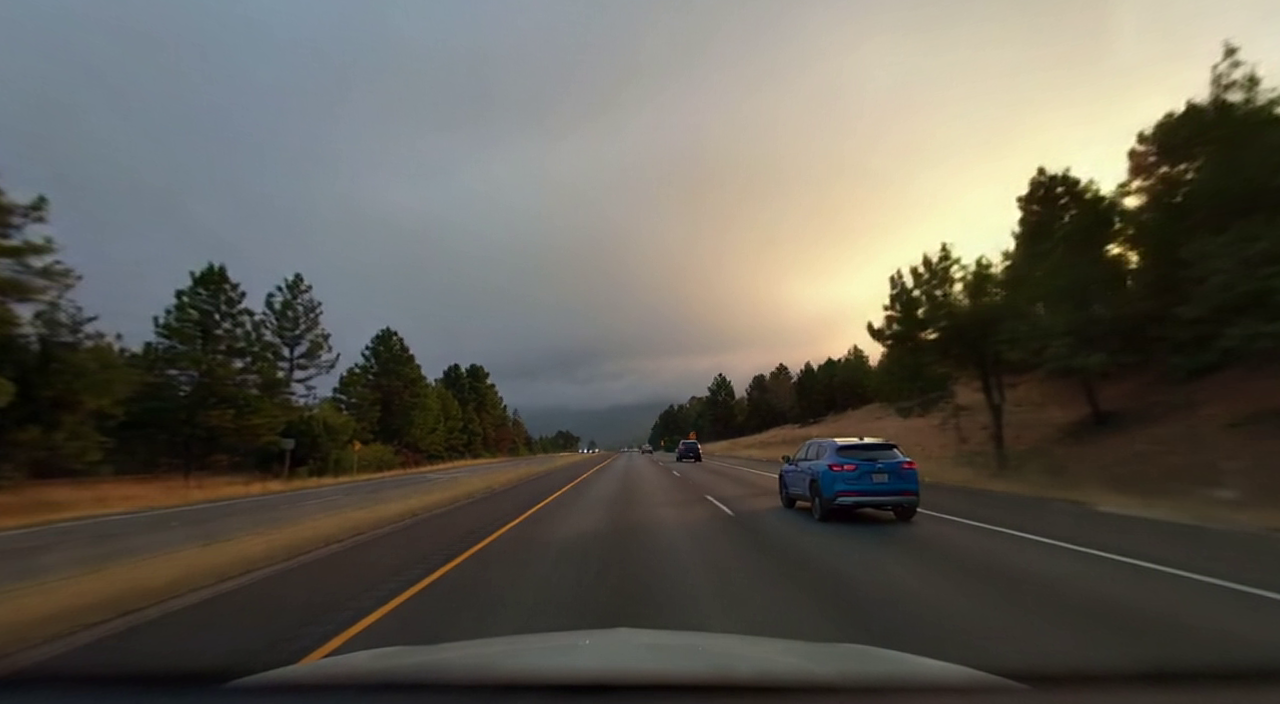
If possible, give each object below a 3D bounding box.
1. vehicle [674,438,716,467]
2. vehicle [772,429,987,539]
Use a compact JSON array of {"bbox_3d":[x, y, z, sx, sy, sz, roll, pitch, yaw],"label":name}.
[{"bbox_3d":[3.334,6.165,38.722,2.043,1.673,4.016,0,-8,-2],"label":"vehicle"},{"bbox_3d":[3.828,2.162,11.026,1.999,1.501,4.221,0,-8,-2],"label":"vehicle"}]
